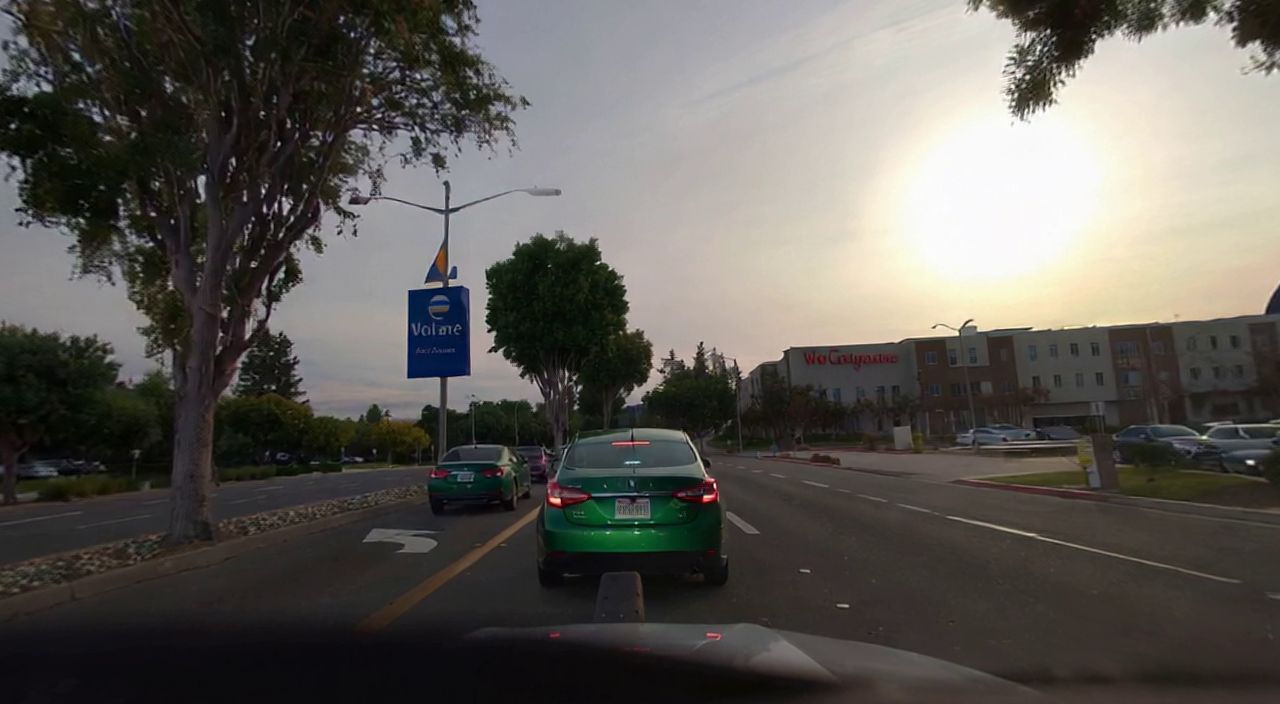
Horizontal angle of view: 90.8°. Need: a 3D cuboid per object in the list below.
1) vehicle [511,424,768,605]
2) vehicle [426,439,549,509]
[{"bbox_3d":[-0.056,1.639,7.293,2.126,1.475,3.967,0,-8,-2],"label":"vehicle"},{"bbox_3d":[-3.493,2.864,15.402,1.952,1.431,4.383,0,-8,-1],"label":"vehicle"}]
